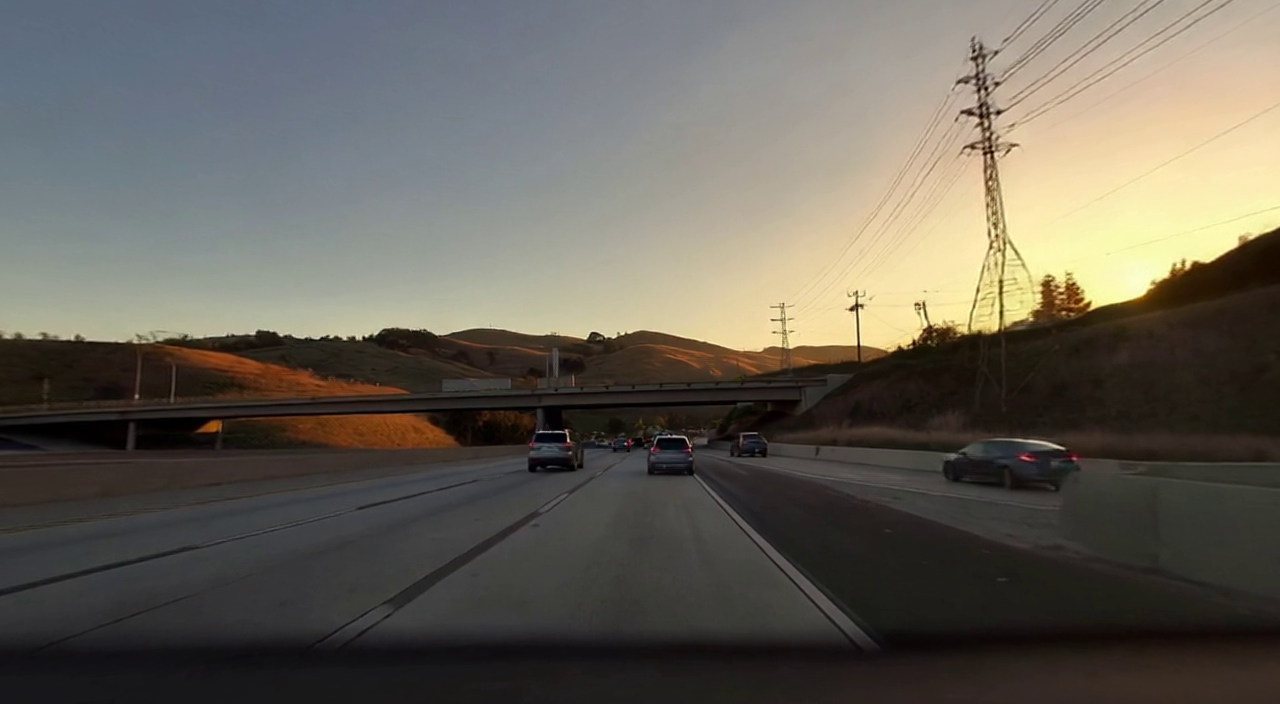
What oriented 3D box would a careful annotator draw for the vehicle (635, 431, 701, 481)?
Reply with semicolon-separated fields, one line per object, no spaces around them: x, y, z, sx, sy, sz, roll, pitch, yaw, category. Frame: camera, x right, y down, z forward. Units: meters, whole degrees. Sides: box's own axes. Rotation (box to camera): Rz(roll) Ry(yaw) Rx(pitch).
0.936;3.794;23.224;2.193;1.651;3.946;0;-8;0;vehicle

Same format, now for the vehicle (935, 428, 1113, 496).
12.285;3.537;20.688;2.059;1.938;4.793;2;-9;-14;vehicle

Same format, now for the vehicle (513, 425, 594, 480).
-3.134;3.792;23.935;2.228;1.845;4.847;-1;-8;2;vehicle
